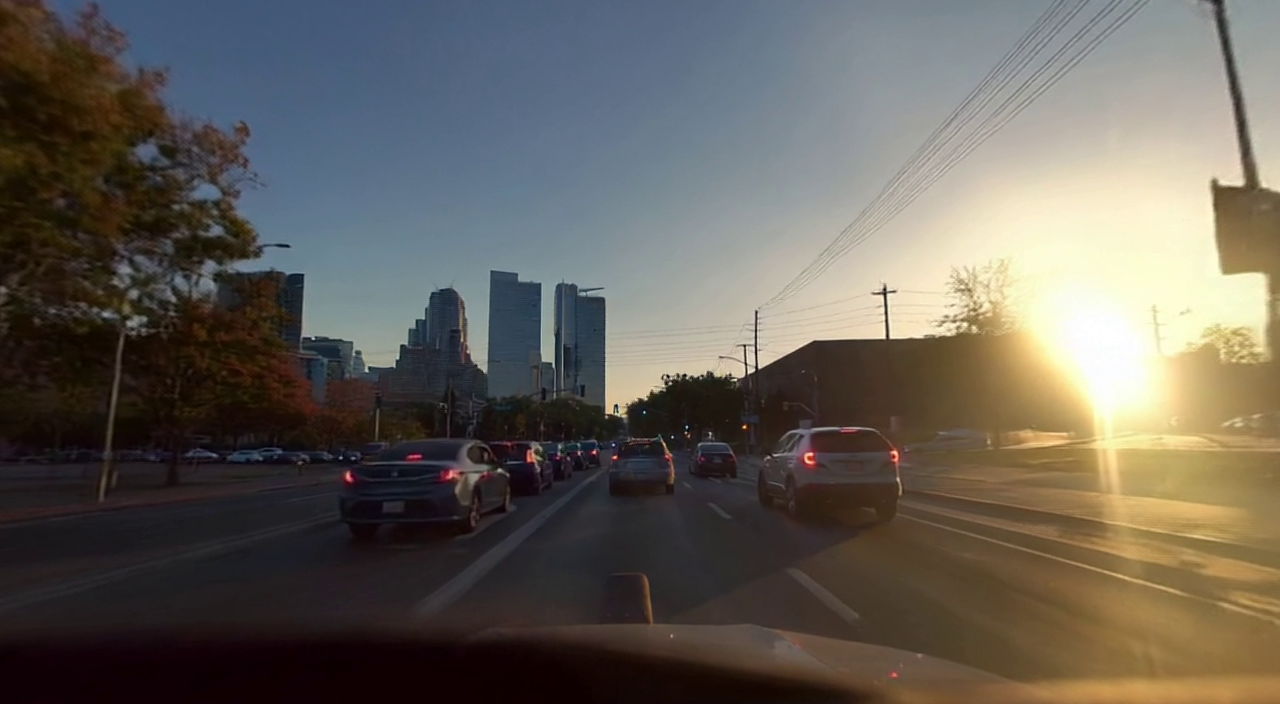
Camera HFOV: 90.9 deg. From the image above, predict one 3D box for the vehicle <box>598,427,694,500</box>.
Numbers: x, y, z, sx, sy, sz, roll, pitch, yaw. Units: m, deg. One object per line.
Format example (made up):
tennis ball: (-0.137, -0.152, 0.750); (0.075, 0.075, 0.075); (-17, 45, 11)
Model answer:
vehicle: (0.124, 2.877, 16.589); (2.200, 1.653, 4.127); (0, -8, 0)

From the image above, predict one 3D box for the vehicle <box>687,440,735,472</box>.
vehicle: (3.571, 5.285, 32.208); (1.880, 1.503, 4.130); (0, -8, -1)

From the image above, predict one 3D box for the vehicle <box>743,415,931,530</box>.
vehicle: (3.365, 2.166, 11.873); (2.024, 1.711, 4.512); (0, -8, -1)

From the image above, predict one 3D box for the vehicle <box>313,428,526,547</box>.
vehicle: (-3.214, 2.061, 10.353); (2.104, 1.488, 4.546); (0, -8, -4)
